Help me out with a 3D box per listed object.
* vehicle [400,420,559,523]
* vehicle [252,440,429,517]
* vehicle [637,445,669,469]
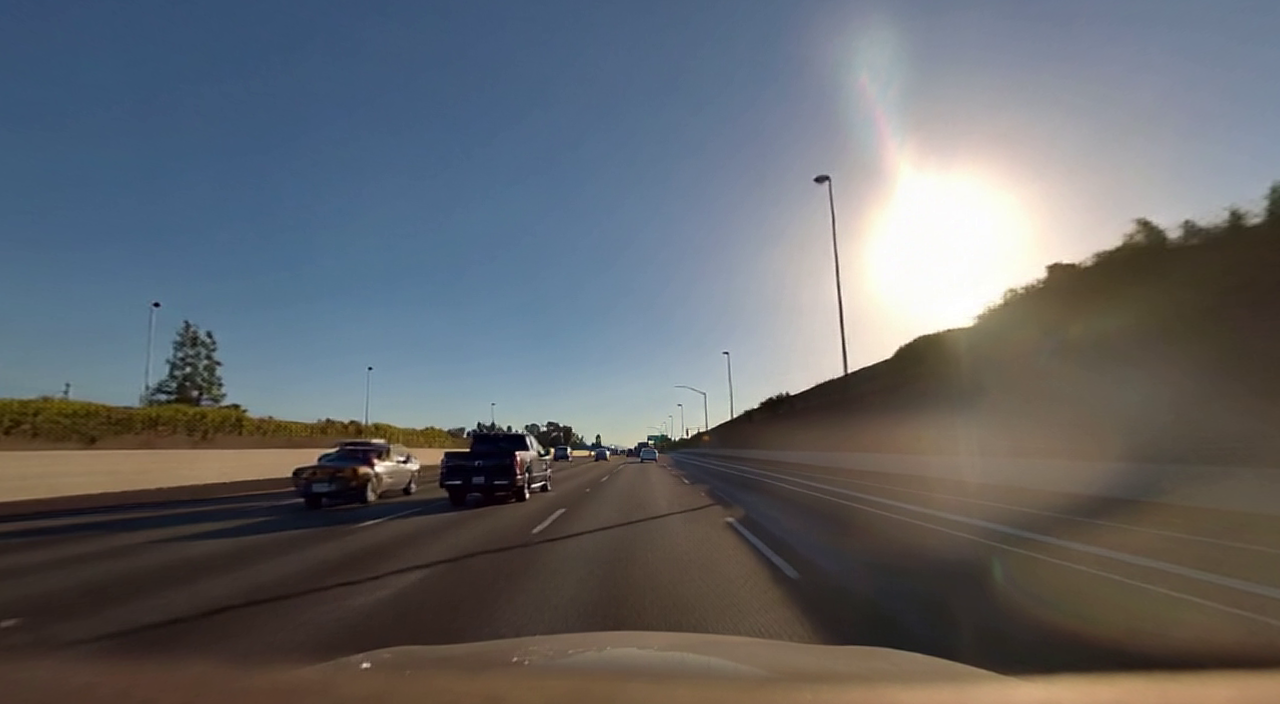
[{"bbox_3d":[-3.151,2.472,13.643,2.124,1.787,4.830,-1,-8,1],"label":"vehicle"},{"bbox_3d":[-6.546,2.773,14.444,1.887,1.475,4.316,-1,-8,1],"label":"vehicle"},{"bbox_3d":[0.878,7.103,42.912,2.073,1.480,4.343,-1,-8,1],"label":"vehicle"}]
